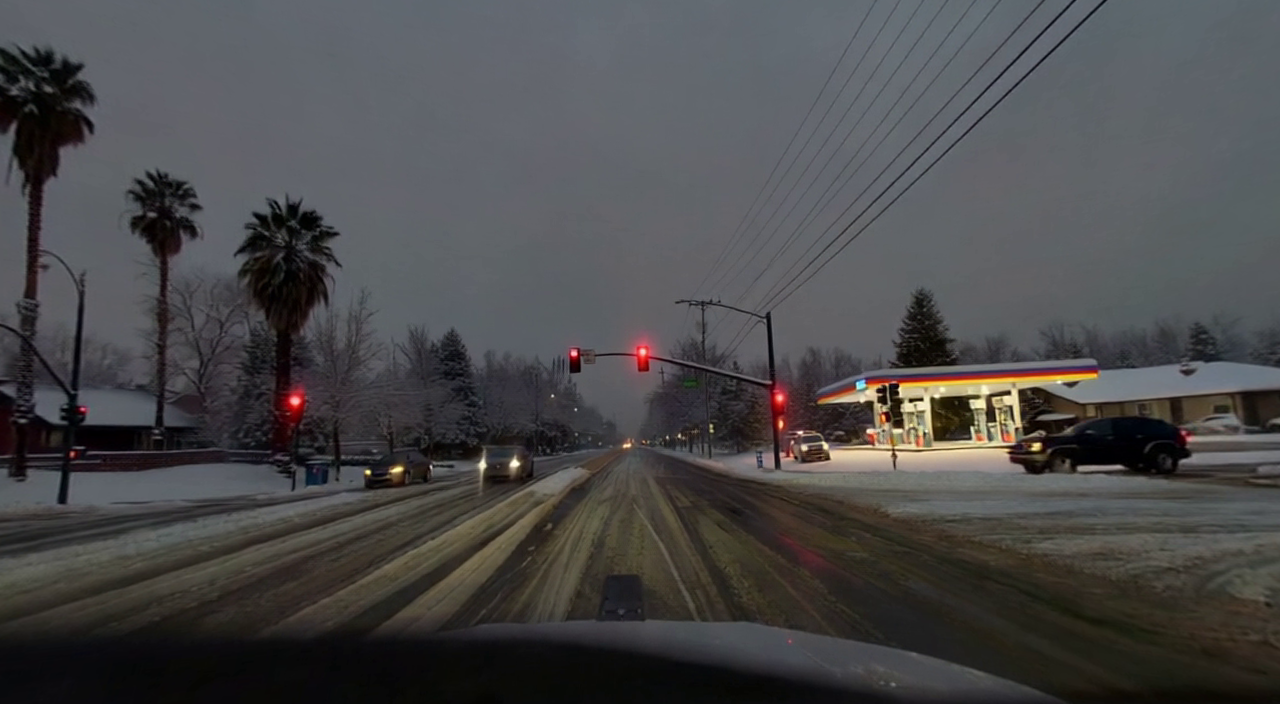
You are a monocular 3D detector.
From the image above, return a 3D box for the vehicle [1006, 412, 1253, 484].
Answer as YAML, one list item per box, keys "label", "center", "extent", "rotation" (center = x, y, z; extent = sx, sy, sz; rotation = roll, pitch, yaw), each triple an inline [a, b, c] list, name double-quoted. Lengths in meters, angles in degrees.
- label: "vehicle"
  center: [13.091, 2.588, 17.137]
  extent: [5.086, 1.817, 1.952]
  rotation: [0, -9, -3]

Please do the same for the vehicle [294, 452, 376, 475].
- label: "vehicle"
  center: [-20.949, 7.670, 43.514]
  extent: [4.672, 1.469, 1.816]
  rotation: [-1, -9, -2]

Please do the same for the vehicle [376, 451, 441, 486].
- label: "vehicle"
  center: [-13.052, 6.554, 35.945]
  extent: [2.009, 1.777, 4.559]
  rotation: [0, -9, -1]
